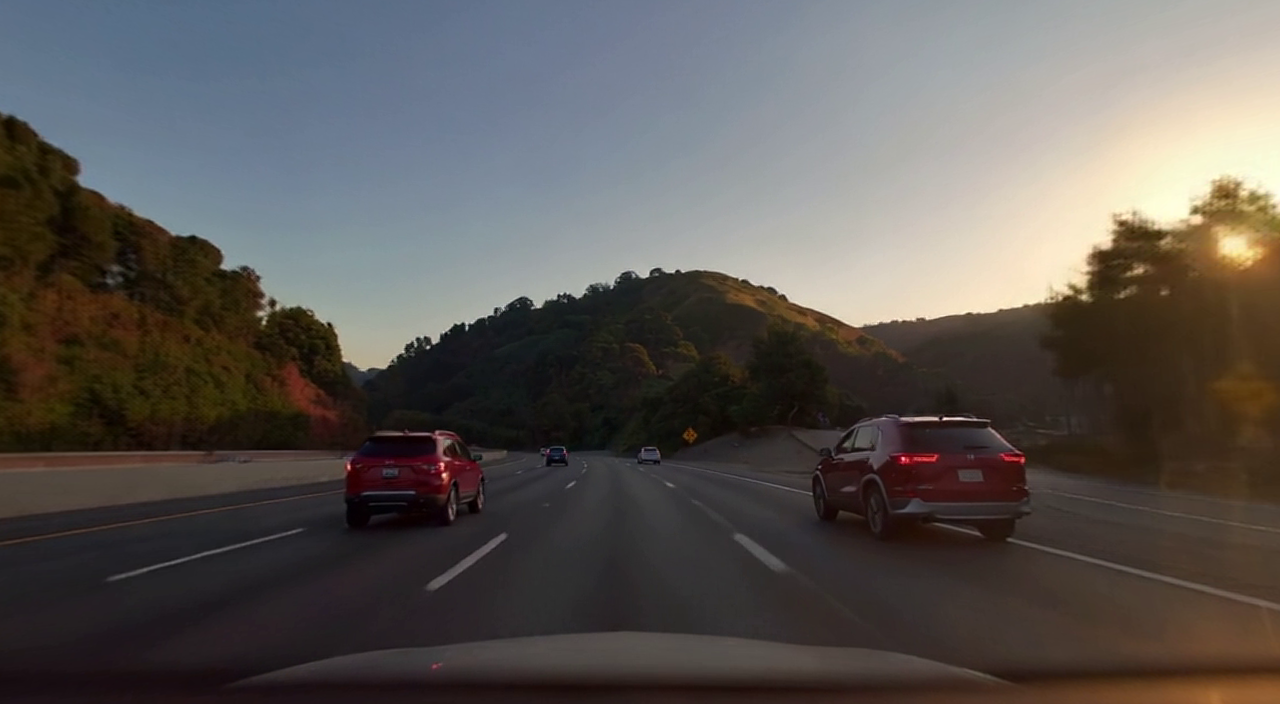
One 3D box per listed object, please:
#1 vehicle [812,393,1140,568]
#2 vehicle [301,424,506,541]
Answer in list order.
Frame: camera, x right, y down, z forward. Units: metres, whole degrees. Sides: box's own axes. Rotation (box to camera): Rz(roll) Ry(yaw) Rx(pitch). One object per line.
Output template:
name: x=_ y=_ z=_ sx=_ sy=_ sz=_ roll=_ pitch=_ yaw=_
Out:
vehicle: x=4.376 y=1.779 z=9.445 sx=2.103 sy=1.903 sz=4.837 roll=0 pitch=-9 yaw=-2
vehicle: x=-4.116 y=2.351 z=12.058 sx=2.213 sy=1.766 sz=4.598 roll=0 pitch=-9 yaw=-1
